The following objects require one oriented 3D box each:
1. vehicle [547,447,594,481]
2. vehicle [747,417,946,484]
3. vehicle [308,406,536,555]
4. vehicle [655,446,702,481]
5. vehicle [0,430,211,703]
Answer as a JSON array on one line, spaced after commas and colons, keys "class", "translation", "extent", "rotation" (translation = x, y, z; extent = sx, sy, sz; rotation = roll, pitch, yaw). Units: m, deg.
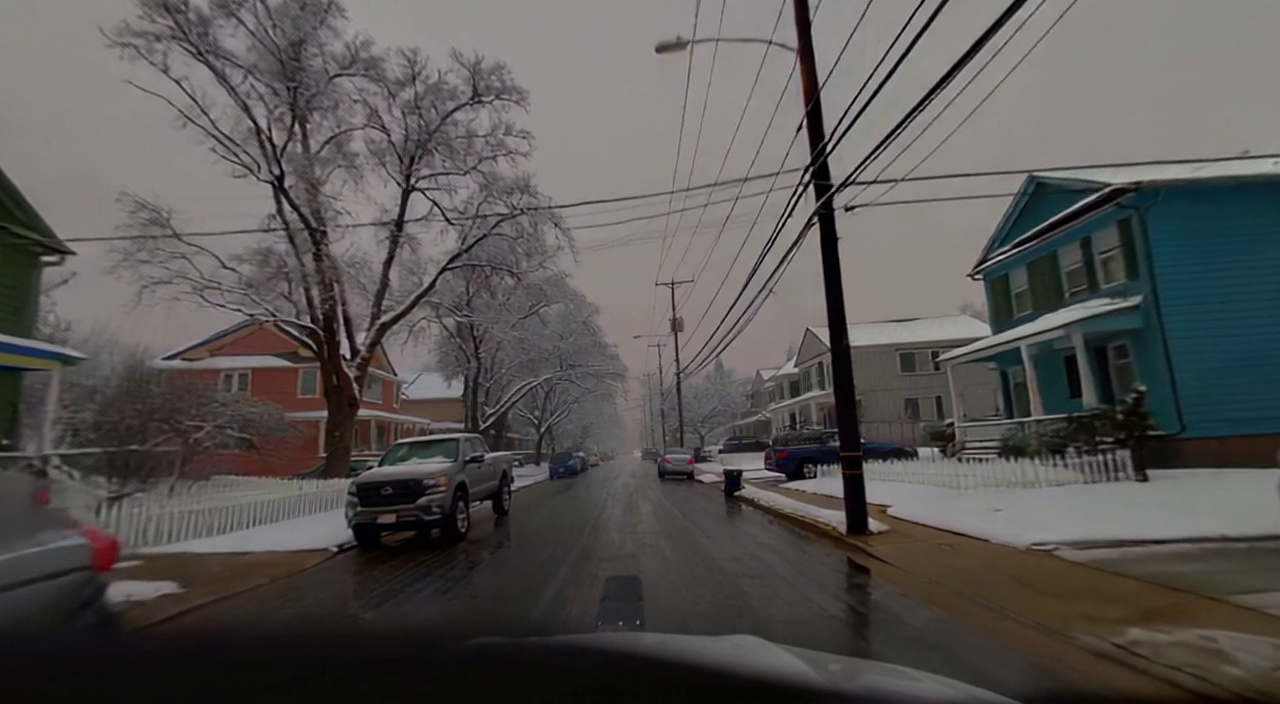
[{"class": "vehicle", "translation": [-4.307, 6.974, 39.715], "extent": [2.204, 1.655, 4.813], "rotation": [-8, -8, -1]}, {"class": "vehicle", "translation": [6.803, 3.292, 21.352], "extent": [5.974, 2.066, 2.152], "rotation": [0, -7, -1]}, {"class": "vehicle", "translation": [-3.735, 2.293, 12.264], "extent": [2.399, 2.085, 5.589], "rotation": [-3, -8, 0]}, {"class": "vehicle", "translation": [1.932, 5.766, 33.002], "extent": [2.043, 1.631, 4.613], "rotation": [0, -8, -1]}, {"class": "vehicle", "translation": [-3.371, 0.946, 0.983], "extent": [2.071, 1.485, 4.610], "rotation": [-6, -8, 3]}]
